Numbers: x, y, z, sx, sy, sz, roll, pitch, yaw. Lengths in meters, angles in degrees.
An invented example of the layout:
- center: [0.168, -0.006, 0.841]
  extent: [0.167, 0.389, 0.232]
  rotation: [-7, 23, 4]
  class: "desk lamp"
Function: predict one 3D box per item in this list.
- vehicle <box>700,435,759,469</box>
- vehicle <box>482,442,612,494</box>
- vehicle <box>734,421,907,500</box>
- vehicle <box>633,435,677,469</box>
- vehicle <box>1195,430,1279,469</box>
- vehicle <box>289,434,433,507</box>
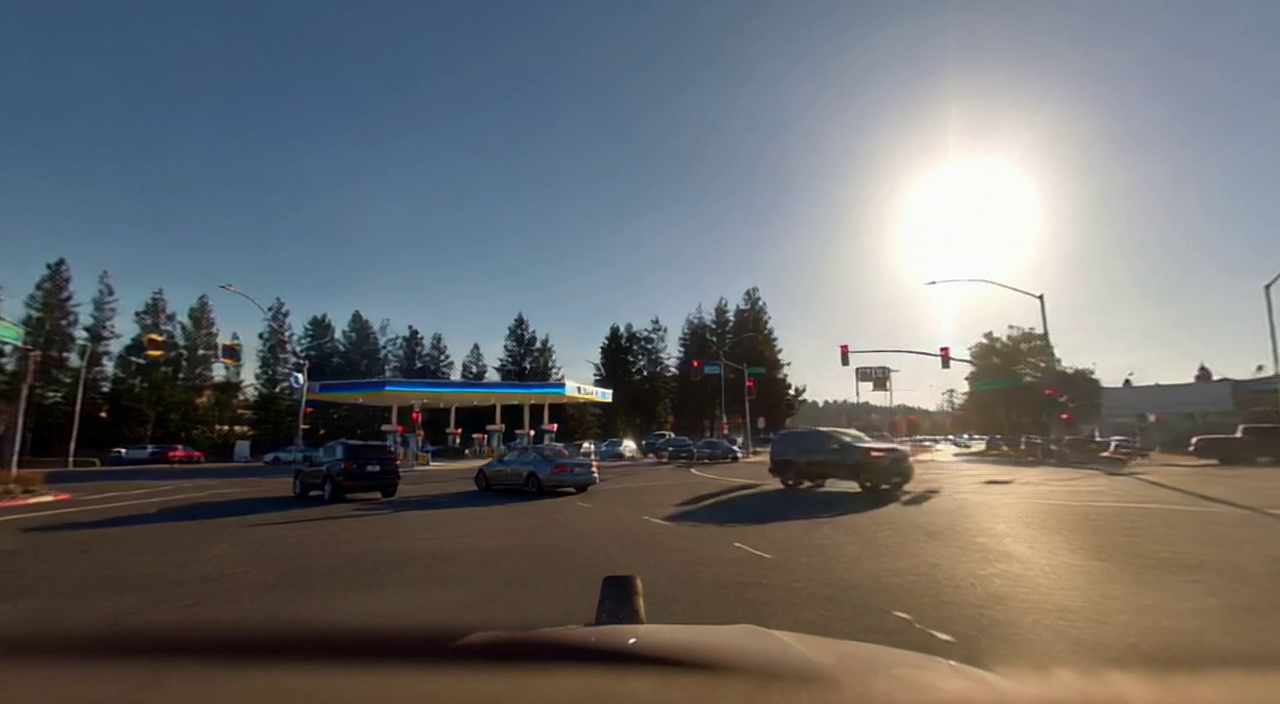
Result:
- center: [4.467, 5.053, 32.168]
  extent: [1.976, 1.573, 4.543]
  rotation: [1, -9, -5]
  class: "vehicle"
- center: [-3.072, 3.624, 20.221]
  extent: [1.965, 1.460, 4.581]
  rotation: [7, -11, -40]
  class: "vehicle"
- center: [4.649, 2.877, 17.111]
  extent: [2.016, 1.828, 4.503]
  rotation: [4, -9, -24]
  class: "vehicle"
- center: [0.755, 5.196, 32.924]
  extent: [2.126, 1.626, 4.585]
  rotation: [0, -8, 1]
  class: "vehicle"
- center: [29.443, 4.525, 29.309]
  extent: [4.952, 1.745, 2.184]
  rotation: [-3, -9, 20]
  class: "vehicle"
- center: [-8.138, 3.302, 18.243]
  extent: [2.351, 1.733, 4.616]
  rotation: [5, -9, -43]
  class: "vehicle"
